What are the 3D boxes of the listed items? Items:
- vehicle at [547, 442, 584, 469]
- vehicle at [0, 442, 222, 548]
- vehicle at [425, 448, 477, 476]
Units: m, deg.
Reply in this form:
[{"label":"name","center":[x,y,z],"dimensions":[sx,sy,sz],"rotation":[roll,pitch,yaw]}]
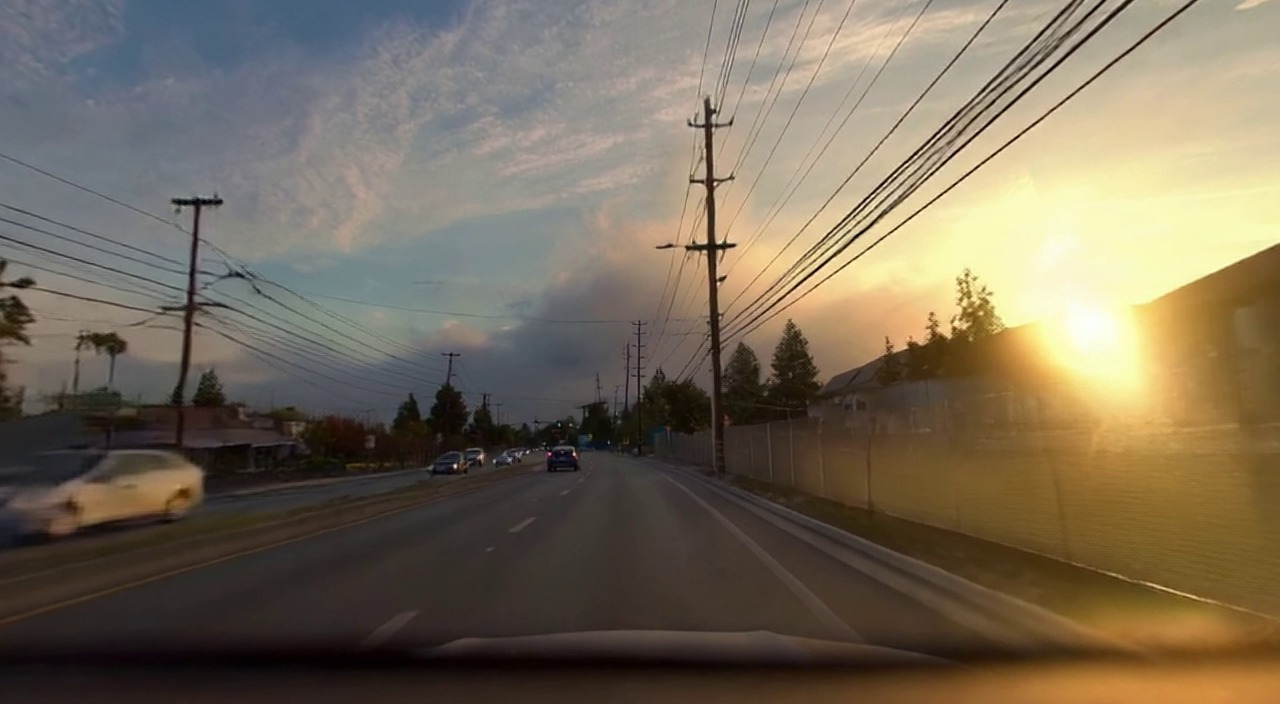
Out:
[{"label":"vehicle","center":[-4.583,6.440,39.327],"dimensions":[1.992,1.515,4.289],"rotation":[1,-9,-3]},{"label":"vehicle","center":[-10.525,2.619,12.258],"dimensions":[1.954,1.690,4.080],"rotation":[1,-9,-1]},{"label":"vehicle","center":[-11.120,6.459,37.315],"dimensions":[1.911,1.508,4.448],"rotation":[1,-9,-3]}]
